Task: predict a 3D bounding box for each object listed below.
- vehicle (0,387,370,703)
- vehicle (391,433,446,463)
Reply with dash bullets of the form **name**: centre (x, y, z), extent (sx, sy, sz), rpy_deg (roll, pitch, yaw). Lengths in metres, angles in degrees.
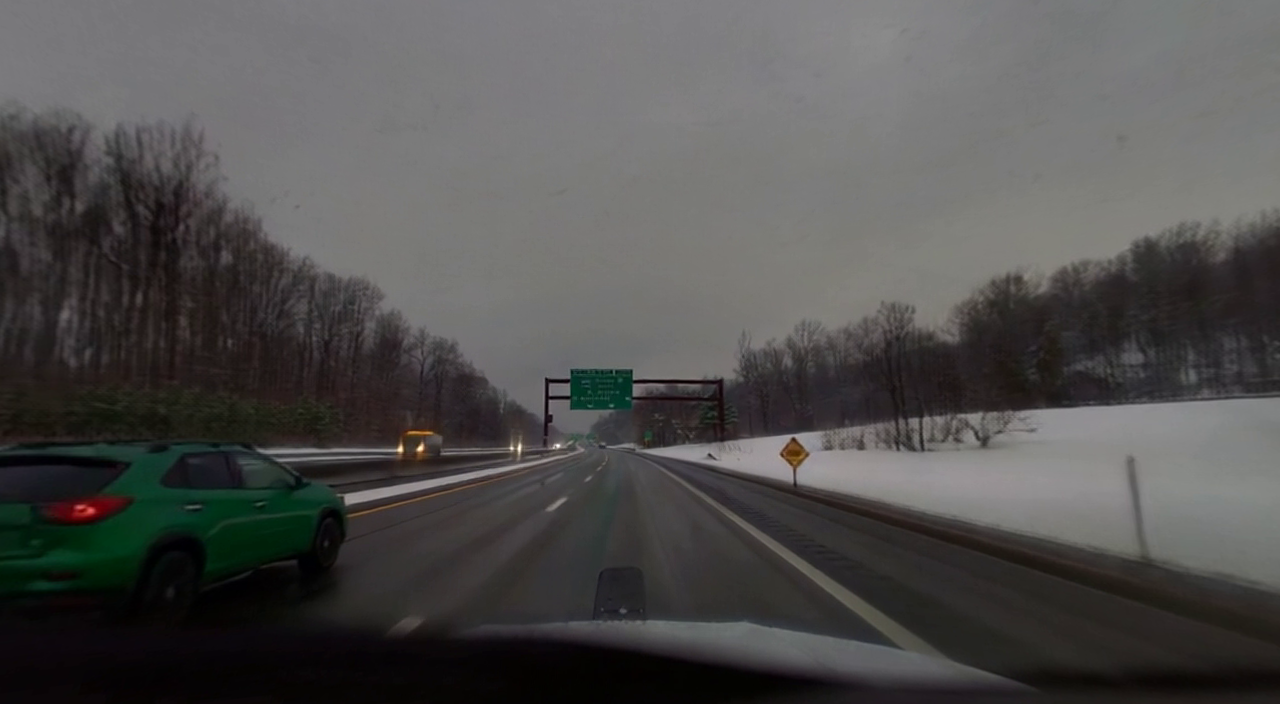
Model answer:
- **vehicle**: centre (-3.853, 1.211, 4.614), extent (1.990, 1.532, 3.911), rpy_deg (0, -9, 0)
- **vehicle**: centre (-16.596, 7.251, 47.550), extent (2.314, 2.079, 5.666), rpy_deg (0, -9, -2)
